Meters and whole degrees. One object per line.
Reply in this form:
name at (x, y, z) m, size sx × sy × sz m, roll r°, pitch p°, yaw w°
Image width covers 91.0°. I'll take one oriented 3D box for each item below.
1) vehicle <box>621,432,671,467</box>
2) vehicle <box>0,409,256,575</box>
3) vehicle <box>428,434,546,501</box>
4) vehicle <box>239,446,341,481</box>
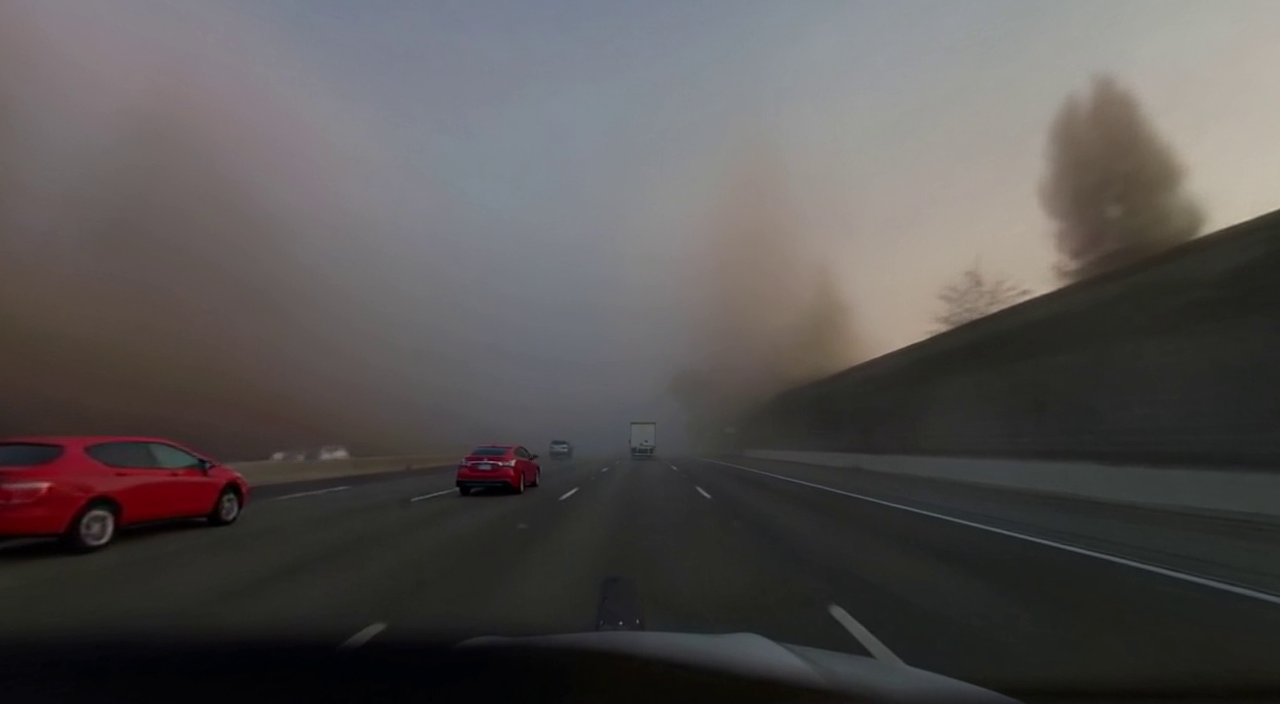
vehicle at (0.306, 5.876, 38.043) m, size 2.856 × 1.994 × 4.931 m, roll 0°, pitch -8°, yaw -1°
vehicle at (-7.648, 1.706, 8.307) m, size 2.189 × 1.673 × 4.699 m, roll 0°, pitch -8°, yaw 0°
vehicle at (-3.833, 2.970, 16.608) m, size 2.000 × 1.512 × 4.371 m, roll 0°, pitch -8°, yaw 0°
vehicle at (-17.111, 5.453, 31.149) m, size 2.105 × 1.551 × 5.065 m, roll 0°, pitch -8°, yaw 1°
